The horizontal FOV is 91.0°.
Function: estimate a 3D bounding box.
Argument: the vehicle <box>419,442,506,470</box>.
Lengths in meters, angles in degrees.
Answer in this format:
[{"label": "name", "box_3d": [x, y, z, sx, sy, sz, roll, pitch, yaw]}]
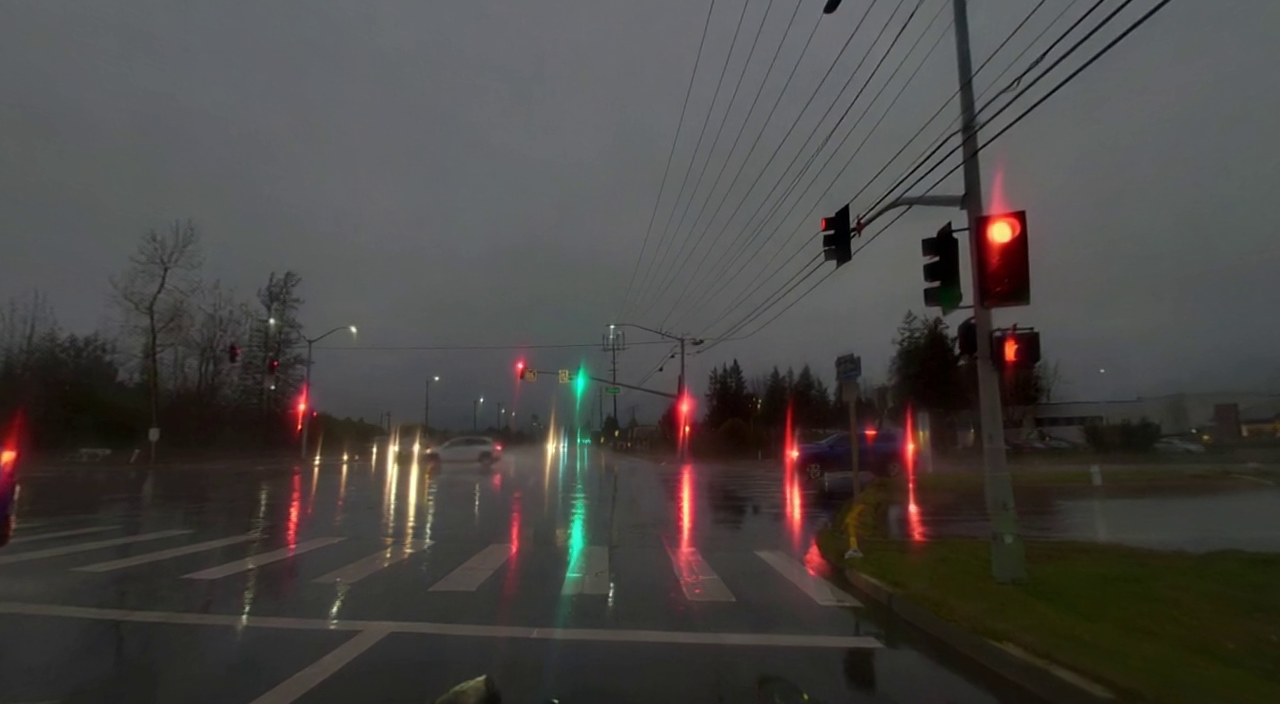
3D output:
[{"label": "vehicle", "box_3d": [-10.459, 6.138, 37.161, 4.529, 1.566, 1.842, -1, -9, 11]}]

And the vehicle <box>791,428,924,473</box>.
[{"label": "vehicle", "box_3d": [8.719, 4.025, 25.718, 4.884, 1.714, 2.021, -2, -9, 12]}]
